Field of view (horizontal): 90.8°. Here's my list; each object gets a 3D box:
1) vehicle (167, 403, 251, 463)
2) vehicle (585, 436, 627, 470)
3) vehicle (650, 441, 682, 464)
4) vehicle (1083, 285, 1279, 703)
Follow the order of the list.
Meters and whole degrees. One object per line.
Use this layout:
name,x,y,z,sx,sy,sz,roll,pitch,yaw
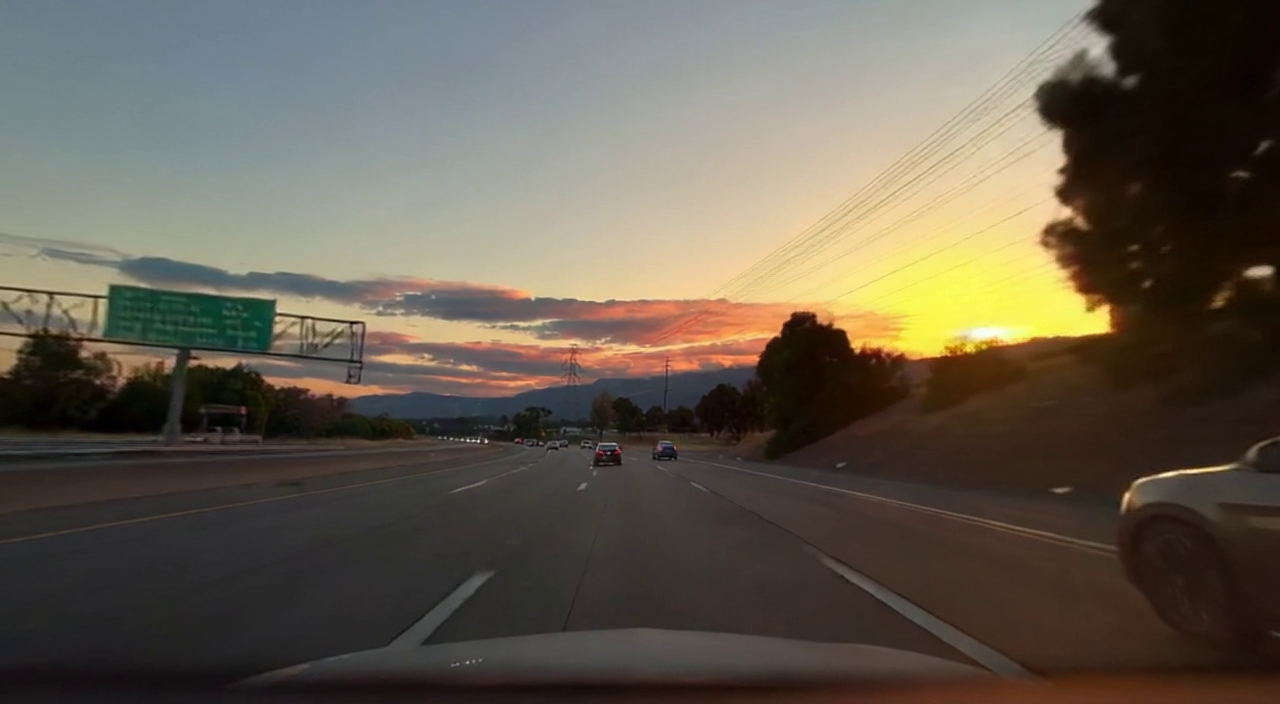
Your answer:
vehicle,-26.980,5.133,39.796,2.513,3.577,4.197,1,-9,-8
vehicle,-1.902,5.567,34.976,2.188,1.714,3.921,1,-8,-4
vehicle,1.776,6.996,44.223,1.789,1.503,3.897,1,-9,-5
vehicle,4.411,0.443,1.352,2.504,2.033,5.979,0,-8,-1
